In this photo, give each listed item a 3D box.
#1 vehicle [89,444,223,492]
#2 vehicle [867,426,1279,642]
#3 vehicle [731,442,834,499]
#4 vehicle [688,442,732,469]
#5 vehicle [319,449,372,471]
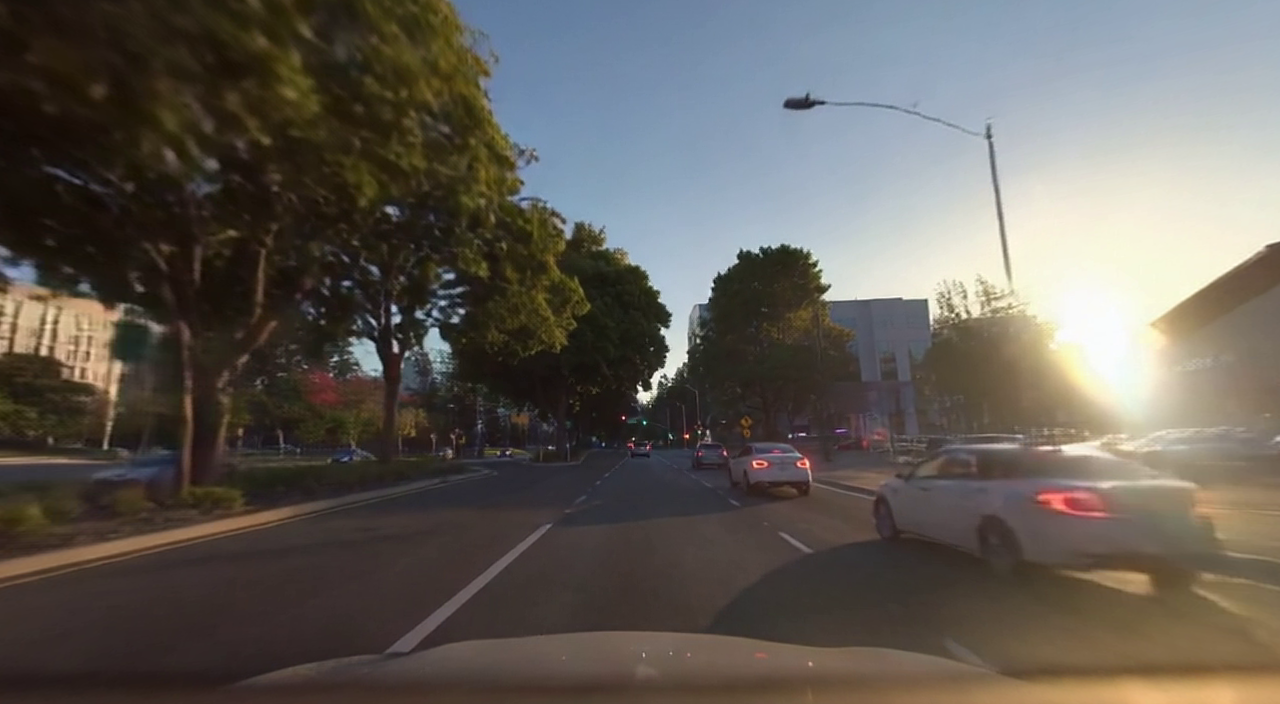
[{"bbox_3d":[-17.385,4.154,22.925,1.764,1.563,3.872,0,-8,0],"label":"vehicle"},{"bbox_3d":[4.098,1.564,6.486,1.913,1.463,4.198,0,-8,0],"label":"vehicle"},{"bbox_3d":[3.913,3.326,18.121,1.872,1.431,4.270,0,-8,-1],"label":"vehicle"},{"bbox_3d":[3.982,5.995,36.809,1.939,1.474,4.716,0,-8,-1],"label":"vehicle"},{"bbox_3d":[-21.960,8.061,47.205,1.832,1.496,4.458,0,-8,0],"label":"vehicle"}]
